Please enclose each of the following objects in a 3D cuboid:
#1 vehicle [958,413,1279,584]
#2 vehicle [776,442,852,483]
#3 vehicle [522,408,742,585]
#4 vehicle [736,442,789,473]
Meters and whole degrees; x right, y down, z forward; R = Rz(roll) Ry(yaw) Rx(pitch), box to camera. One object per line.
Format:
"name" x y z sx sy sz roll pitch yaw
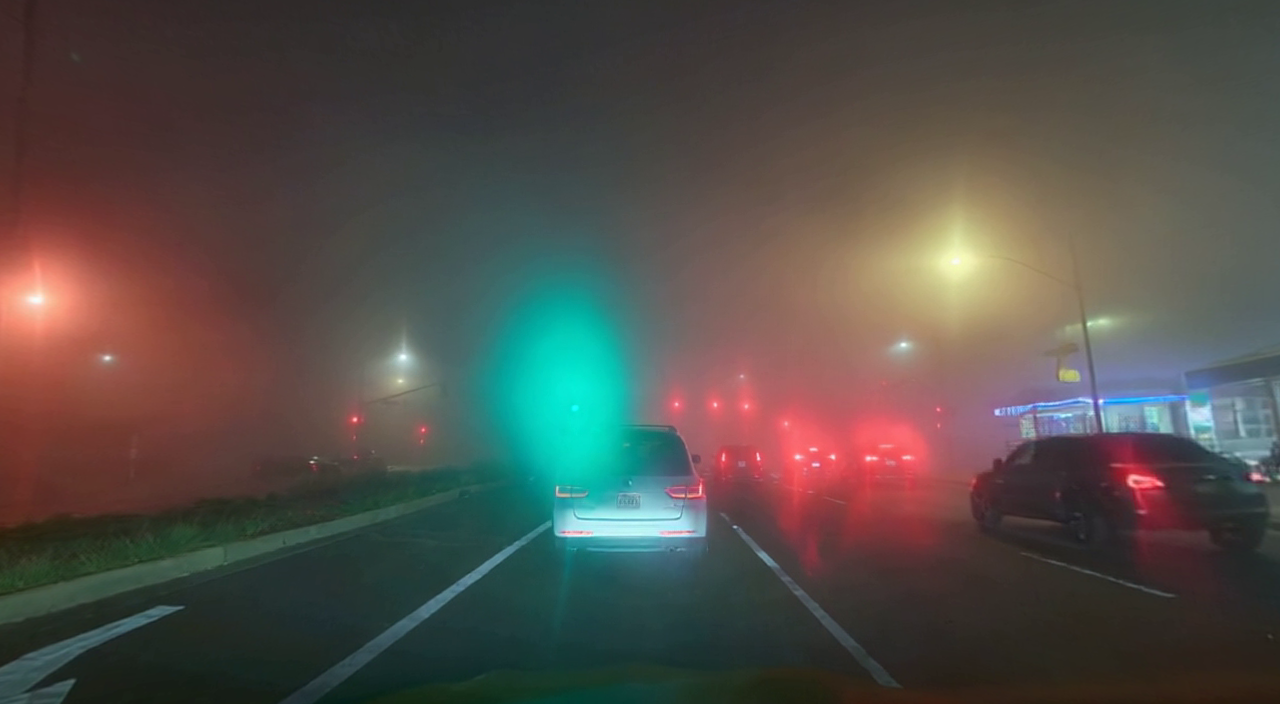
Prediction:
"vehicle" 6.503 1.774 8.499 2.072 1.652 4.611 0 -9 1
"vehicle" 6.854 4.386 25.300 1.833 1.452 4.237 0 -9 0
"vehicle" -0.063 1.694 8.115 2.115 1.700 3.901 0 -9 1
"vehicle" 6.259 5.453 32.633 1.961 1.477 4.454 0 -9 2
